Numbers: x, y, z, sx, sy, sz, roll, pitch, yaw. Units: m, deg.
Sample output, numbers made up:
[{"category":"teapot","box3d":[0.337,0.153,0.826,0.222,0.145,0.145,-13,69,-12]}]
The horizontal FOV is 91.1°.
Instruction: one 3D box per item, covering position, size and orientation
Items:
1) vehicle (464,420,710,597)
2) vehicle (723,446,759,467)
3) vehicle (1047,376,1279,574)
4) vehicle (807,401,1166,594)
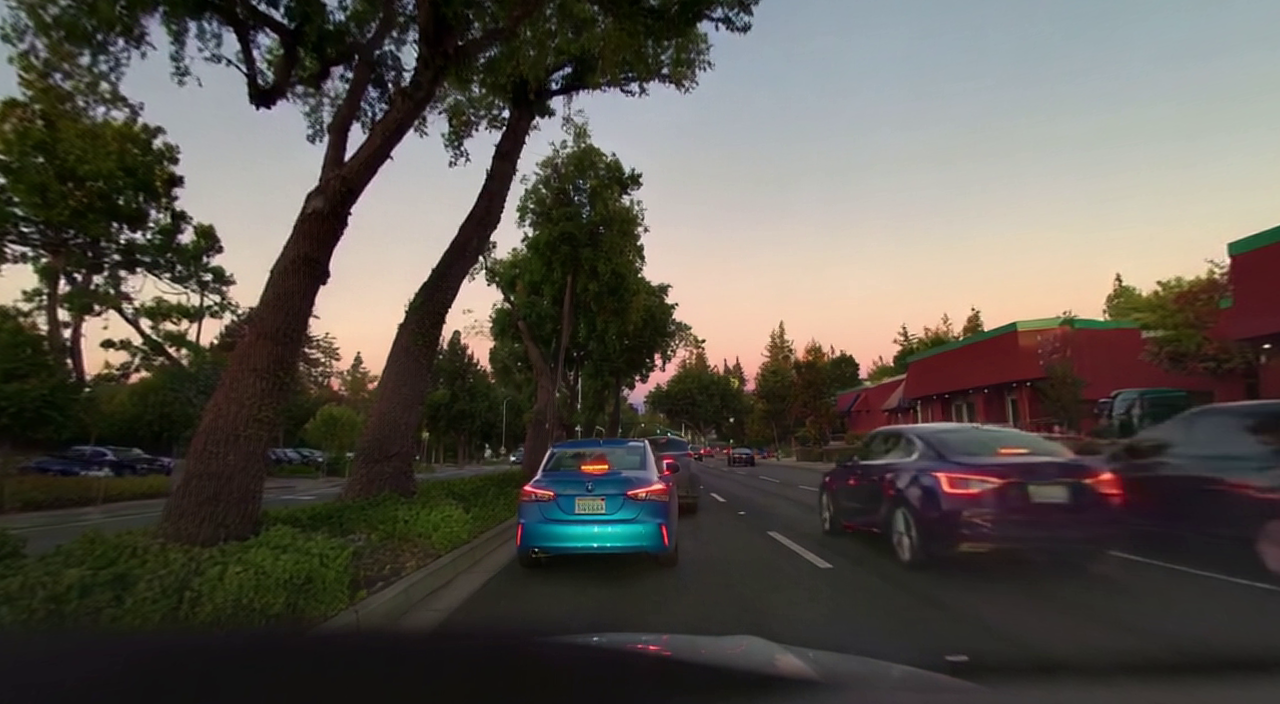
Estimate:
[{"category":"vehicle","box3d":[-0.475,1.643,7.471,2.111,1.506,4.018,0,-8,-1]},{"category":"vehicle","box3d":[7.292,7.567,45.575,1.909,1.380,3.905,0,-8,0]},{"category":"vehicle","box3d":[7.205,1.264,6.584,2.253,1.854,5.409,0,-8,0]},{"category":"vehicle","box3d":[3.561,1.566,7.597,1.946,1.648,4.230,0,-8,1]}]
